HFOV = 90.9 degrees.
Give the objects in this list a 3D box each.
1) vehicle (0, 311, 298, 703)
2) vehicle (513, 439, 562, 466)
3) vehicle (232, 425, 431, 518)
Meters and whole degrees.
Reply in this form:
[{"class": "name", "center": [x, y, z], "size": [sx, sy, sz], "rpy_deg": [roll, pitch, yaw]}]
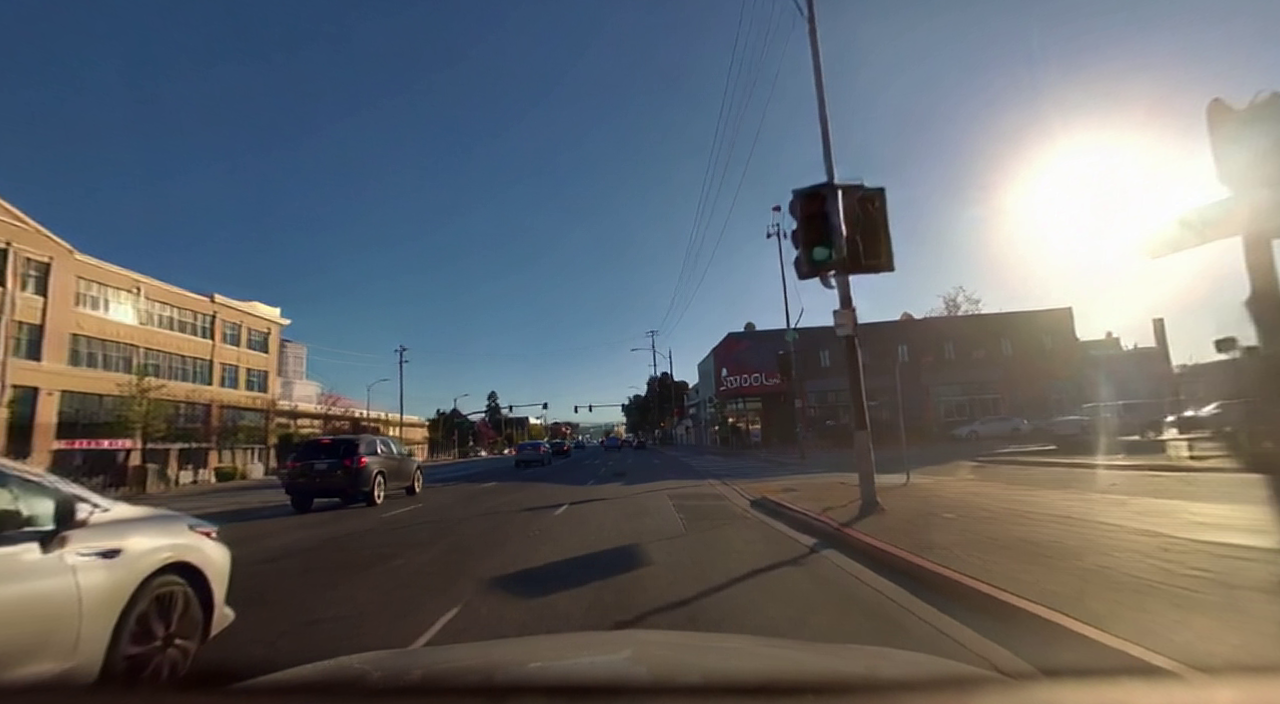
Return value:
[{"class": "vehicle", "center": [-3.262, 0.642, 1.400], "size": [2.277, 1.743, 4.893], "rpy_deg": [0, -8, -1]}, {"class": "vehicle", "center": [-5.951, 5.893, 37.078], "size": [2.030, 1.488, 4.650], "rpy_deg": [0, -8, 1]}, {"class": "vehicle", "center": [-6.493, 2.566, 14.060], "size": [2.007, 1.698, 4.759], "rpy_deg": [0, -8, 0]}]
